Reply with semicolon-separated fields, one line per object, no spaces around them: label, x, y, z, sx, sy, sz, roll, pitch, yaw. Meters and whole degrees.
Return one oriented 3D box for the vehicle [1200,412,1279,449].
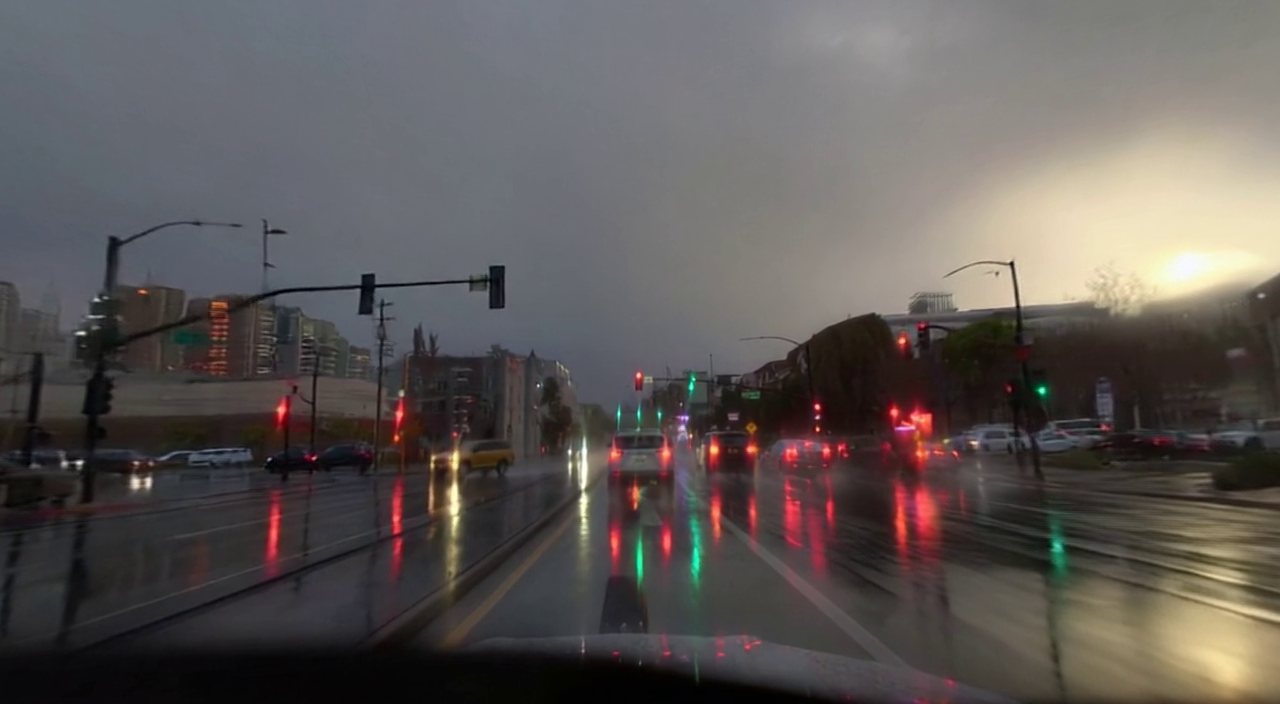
vehicle;25.786;3.150;25.552;1.812;1.419;4.725;-4;-9;0

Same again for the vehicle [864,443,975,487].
vehicle;9.926;4.011;22.844;1.863;1.426;4.494;0;-8;-1

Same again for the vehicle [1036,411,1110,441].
vehicle;29.453;4.985;43.075;1.913;1.651;4.727;3;-3;1

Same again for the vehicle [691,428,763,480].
vehicle;3.449;4.171;26.044;2.115;1.932;5.189;0;-8;-1

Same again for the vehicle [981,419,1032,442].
vehicle;24.573;5.242;42.367;1.422;1.496;3.318;1;-6;1

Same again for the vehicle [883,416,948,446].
vehicle;18.689;5.447;43.097;2.123;1.884;5.170;0;-8;0

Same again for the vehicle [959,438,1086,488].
vehicle;13.834;4.035;23.185;1.734;1.527;4.531;-3;-9;-1

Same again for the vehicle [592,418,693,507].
vehicle;0.025;2.707;15.873;2.157;1.863;4.665;0;-8;-1

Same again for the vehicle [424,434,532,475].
vehicle;-7.872;5.031;31.127;4.827;1.856;2.291;1;-8;-6

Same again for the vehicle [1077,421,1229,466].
vehicle;18.959;3.438;23.633;1.735;1.417;4.476;-3;-9;-2

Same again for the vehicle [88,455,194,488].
vehicle;-27.211;6.529;34.526;3.892;1.541;2.031;4;-9;-13

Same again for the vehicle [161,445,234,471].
vehicle;-31.631;7.615;45.308;2.060;1.732;5.462;1;-10;-9
